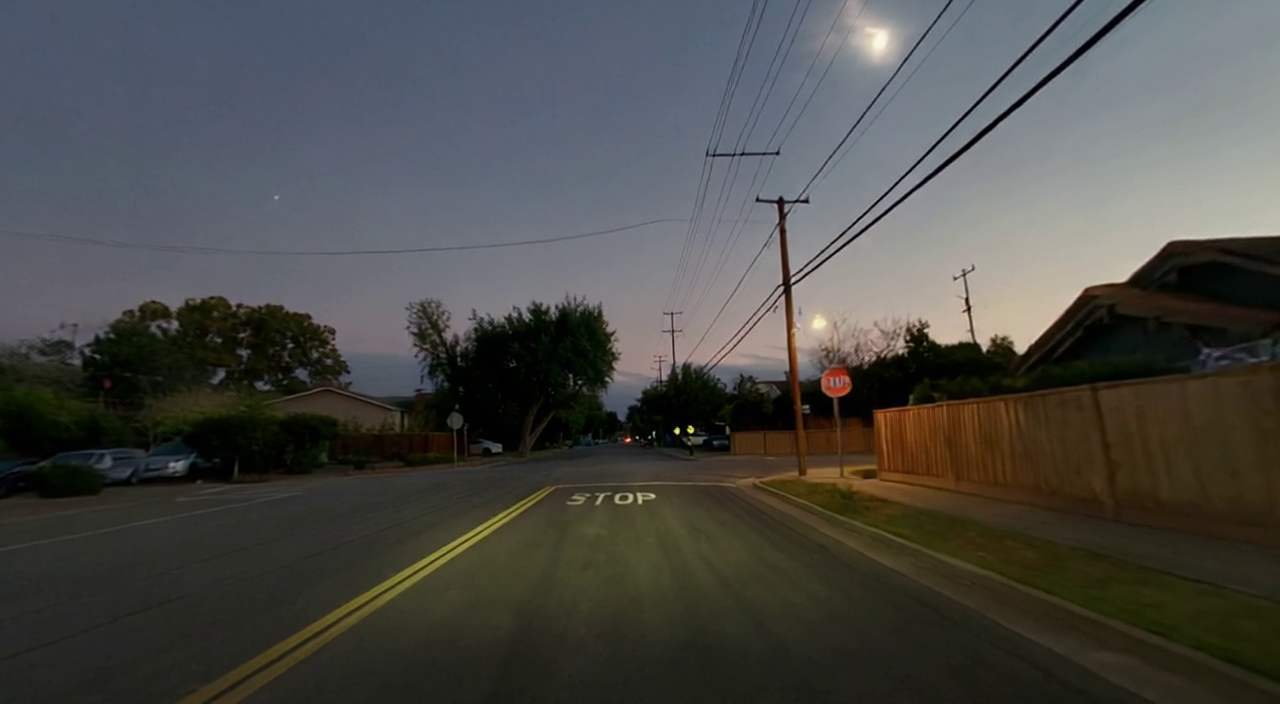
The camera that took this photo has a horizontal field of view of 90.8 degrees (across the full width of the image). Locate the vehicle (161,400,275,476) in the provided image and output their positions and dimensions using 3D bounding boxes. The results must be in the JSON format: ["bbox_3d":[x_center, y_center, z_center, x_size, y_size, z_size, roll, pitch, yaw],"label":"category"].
[{"bbox_3d":[-20.212,4.435,30.876,2.842,3.181,8.576,5,-12,-23],"label":"vehicle"}]

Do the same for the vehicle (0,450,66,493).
[{"bbox_3d":[-24.078,4.476,23.960,1.955,1.448,4.542,3,-9,-23],"label":"vehicle"}]

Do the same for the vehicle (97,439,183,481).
[{"bbox_3d":[-23.721,5.108,30.176,2.083,1.802,4.455,4,-9,-24],"label":"vehicle"}]
